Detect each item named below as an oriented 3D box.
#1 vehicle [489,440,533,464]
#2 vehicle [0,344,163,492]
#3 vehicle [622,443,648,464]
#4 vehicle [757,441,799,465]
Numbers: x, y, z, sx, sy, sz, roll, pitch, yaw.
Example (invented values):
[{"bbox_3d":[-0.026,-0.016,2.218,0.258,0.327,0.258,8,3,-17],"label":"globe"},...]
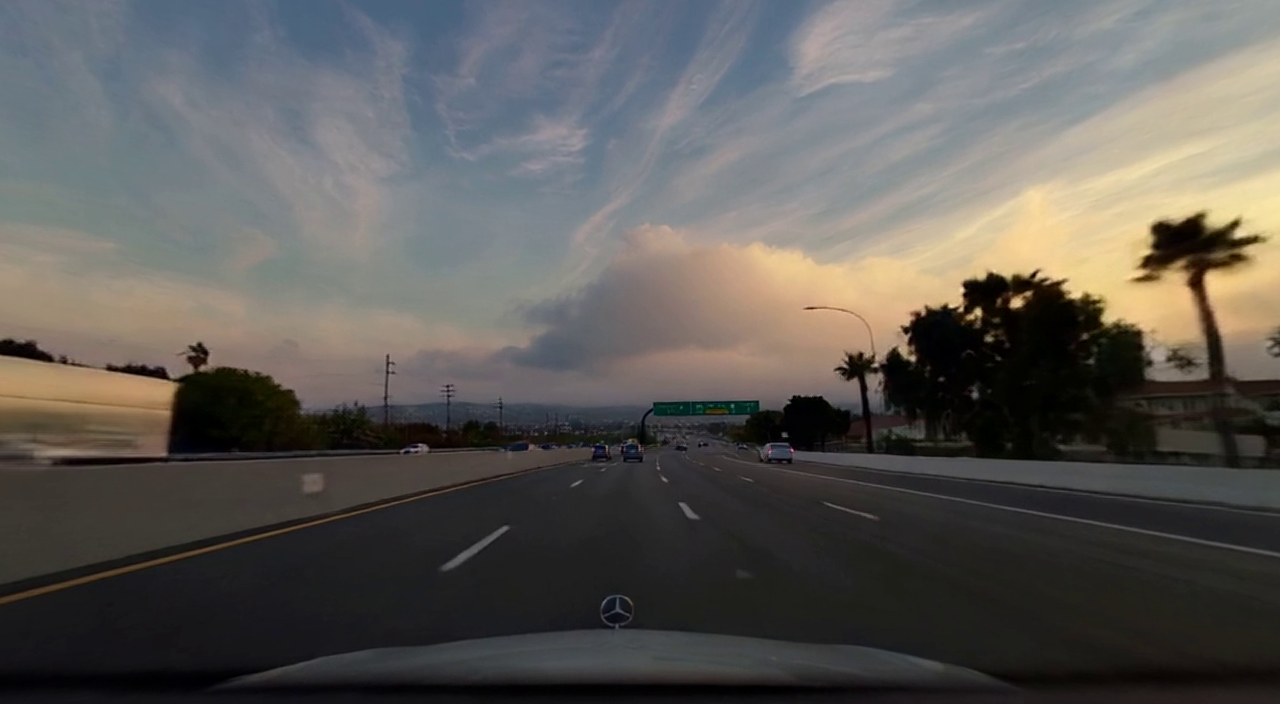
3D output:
[{"bbox_3d":[-9.484,7.436,46.914,2.100,1.668,4.686,0,-8,2],"label":"vehicle"},{"bbox_3d":[-19.412,2.033,18.935,3.076,4.095,8.893,0,-9,0],"label":"vehicle"},{"bbox_3d":[-0.344,7.785,48.693,1.977,1.513,3.546,0,-8,1],"label":"vehicle"},{"bbox_3d":[10.185,7.501,46.963,2.130,1.703,4.572,0,-8,0],"label":"vehicle"}]
